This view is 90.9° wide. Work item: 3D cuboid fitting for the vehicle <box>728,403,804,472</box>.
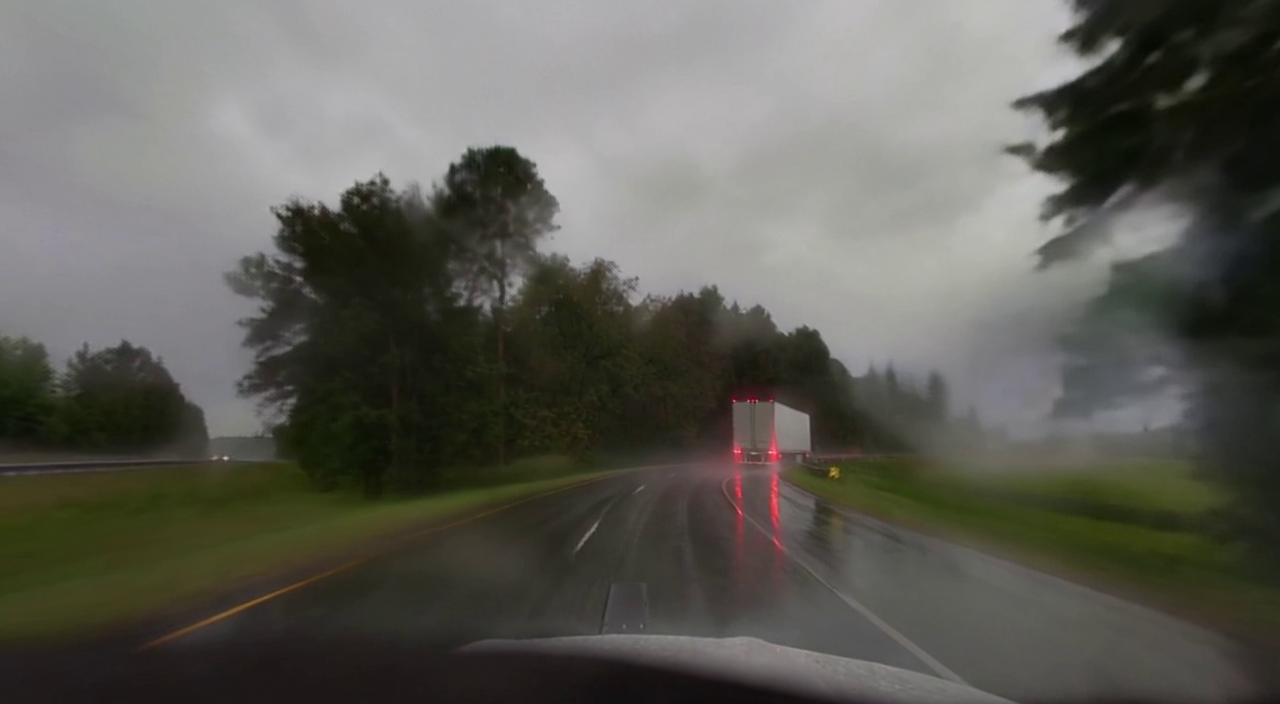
[{"bbox_3d":[9.427,6.323,45.429,3.087,4.178,13.682,-3,-10,20],"label":"vehicle"}]
